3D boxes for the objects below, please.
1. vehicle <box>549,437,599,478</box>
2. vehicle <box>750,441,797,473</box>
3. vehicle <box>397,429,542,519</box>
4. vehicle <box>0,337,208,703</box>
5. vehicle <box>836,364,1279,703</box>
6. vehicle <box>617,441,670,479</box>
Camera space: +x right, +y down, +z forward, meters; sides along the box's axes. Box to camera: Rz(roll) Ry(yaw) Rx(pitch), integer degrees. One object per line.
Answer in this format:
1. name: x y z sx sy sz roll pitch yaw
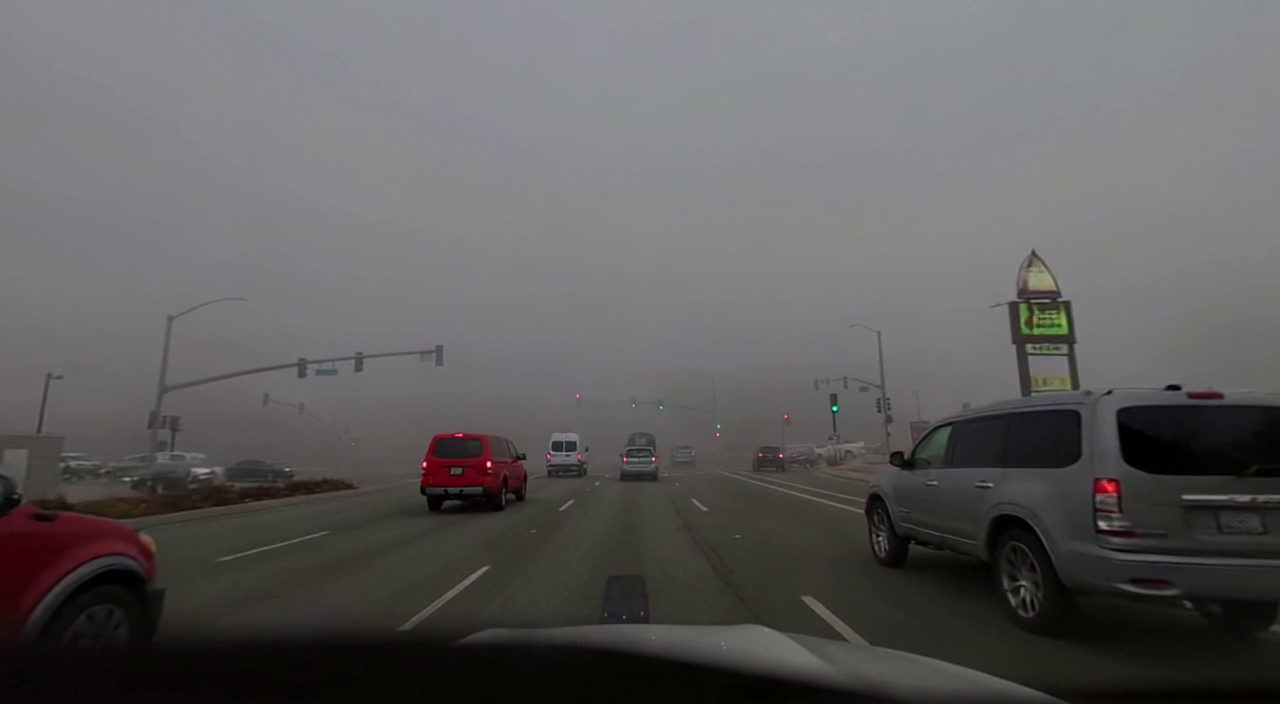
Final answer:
1. vehicle: -3.353 5.487 32.959 2.025 1.936 4.995 0 -9 1
2. vehicle: 7.595 6.001 36.188 2.119 1.696 4.623 -1 -9 5
3. vehicle: -3.768 2.795 14.973 2.002 1.747 5.173 0 -8 0
4. vehicle: -3.467 0.619 1.057 2.159 1.717 4.581 0 -9 1
5. vehicle: 3.586 1.304 5.630 2.055 1.786 4.817 0 -9 0
6. vehicle: 0.147 5.323 31.337 2.426 1.703 5.602 0 -8 0
